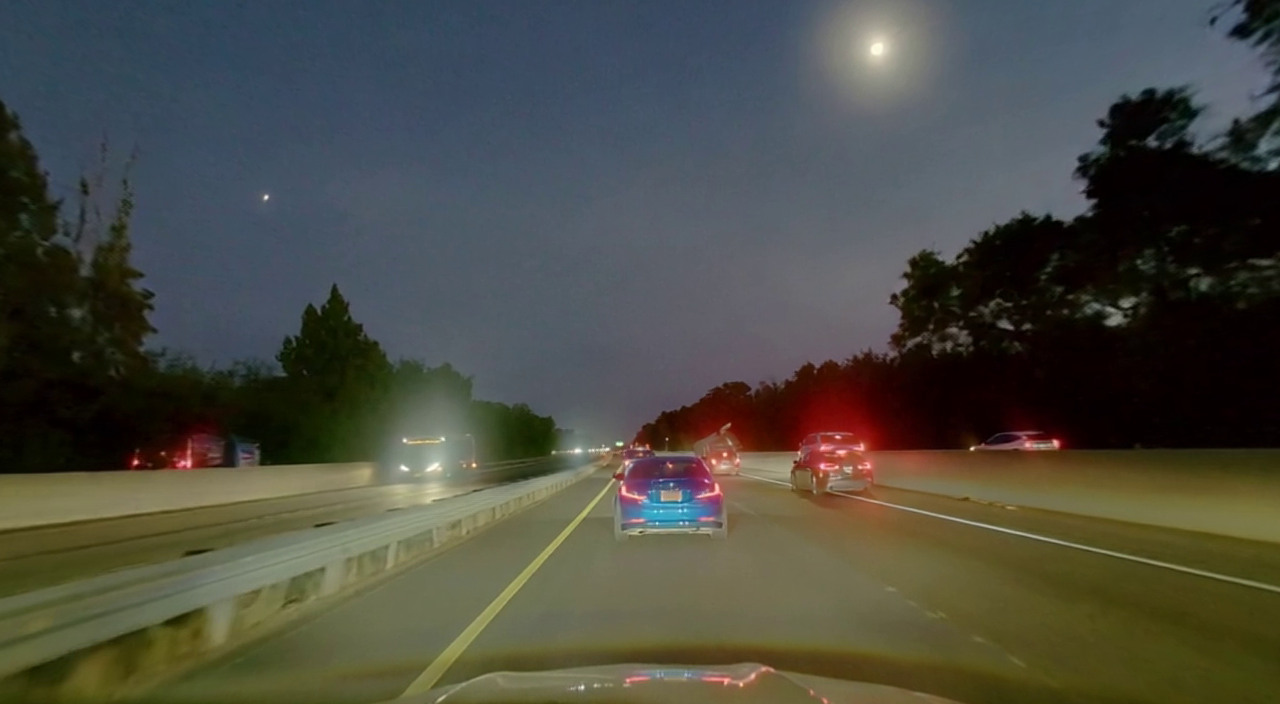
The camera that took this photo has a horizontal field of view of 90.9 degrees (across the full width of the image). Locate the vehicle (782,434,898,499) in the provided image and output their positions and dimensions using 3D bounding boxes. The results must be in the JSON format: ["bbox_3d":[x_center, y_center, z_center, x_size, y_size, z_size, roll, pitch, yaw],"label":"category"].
[{"bbox_3d":[6.262,3.658,20.400,2.177,1.827,4.565,0,-9,-1],"label":"vehicle"}]

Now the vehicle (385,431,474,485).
[{"bbox_3d":[-12.347,6.312,37.752,2.580,2.814,7.896,0,-9,0],"label":"vehicle"}]

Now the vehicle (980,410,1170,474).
[{"bbox_3d":[31.511,6.822,47.137,2.822,3.996,14.073,1,-9,-7],"label":"vehicle"}]

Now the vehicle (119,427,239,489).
[{"bbox_3d":[-33.541,7.722,46.398,2.902,3.981,7.819,-3,-8,0],"label":"vehicle"}]

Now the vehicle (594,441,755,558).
[{"bbox_3d":[0.455,2.212,10.095,2.076,1.485,3.774,0,-9,0],"label":"vehicle"}]
